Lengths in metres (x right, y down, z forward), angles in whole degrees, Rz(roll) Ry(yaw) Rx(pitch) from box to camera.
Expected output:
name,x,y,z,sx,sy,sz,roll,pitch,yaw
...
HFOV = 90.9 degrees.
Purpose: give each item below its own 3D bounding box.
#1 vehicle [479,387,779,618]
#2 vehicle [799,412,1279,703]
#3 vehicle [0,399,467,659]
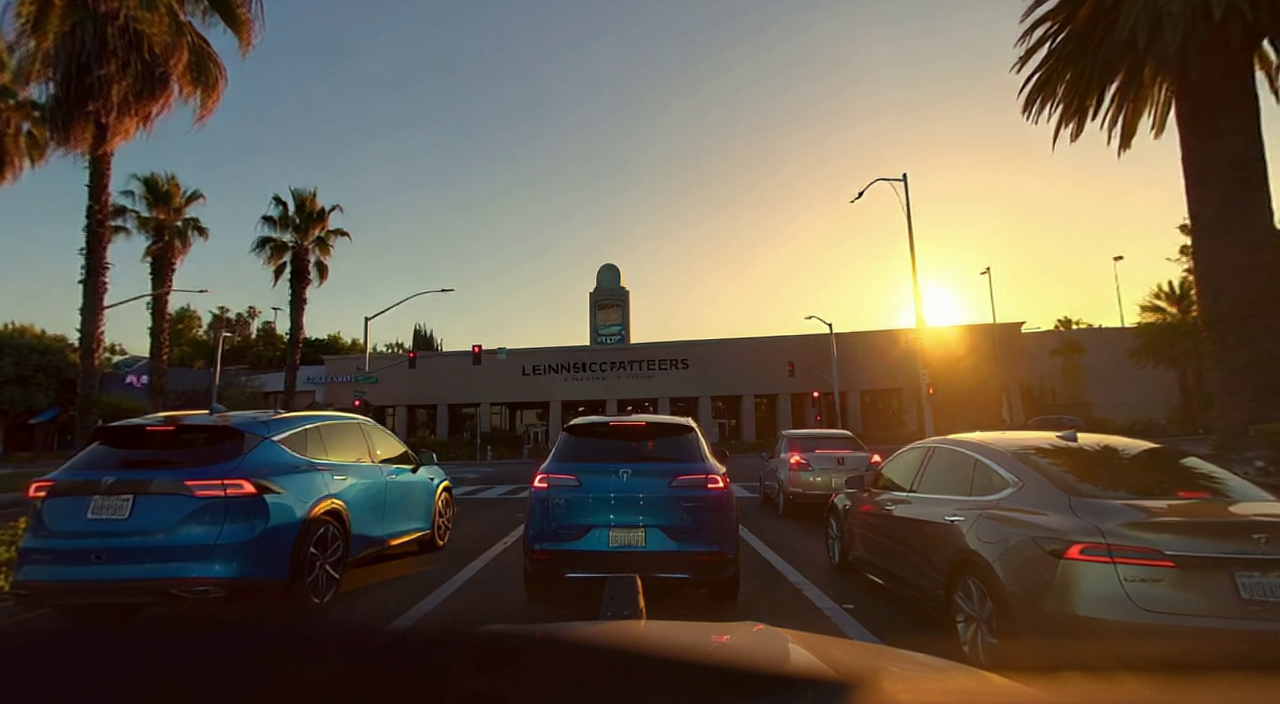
name,x,y,z,sx,sy,sz,roll,pitch,yaw
vehicle,-0.139,1.465,7.070,2.280,1.747,4.361,0,-8,-2
vehicle,2.968,1.370,5.257,2.017,1.491,4.611,0,-8,-1
vehicle,-3.352,1.385,6.053,2.014,1.534,4.455,0,-8,1
